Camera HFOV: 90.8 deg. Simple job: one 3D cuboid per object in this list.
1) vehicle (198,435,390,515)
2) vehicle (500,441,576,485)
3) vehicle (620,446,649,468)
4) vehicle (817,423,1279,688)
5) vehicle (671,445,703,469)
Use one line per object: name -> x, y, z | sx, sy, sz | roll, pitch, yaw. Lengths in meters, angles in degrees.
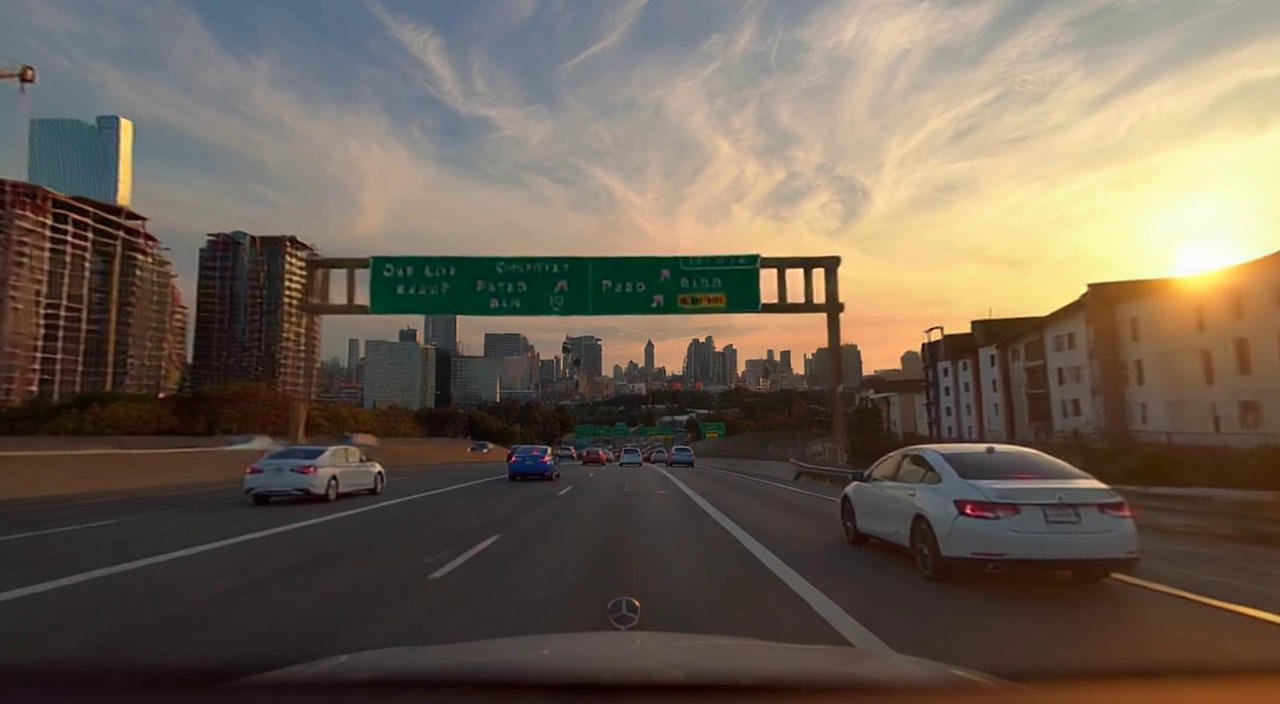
vehicle -> -7.595, 2.711, 14.461 | 1.951, 1.528, 4.209 | 0, -8, 0
vehicle -> -3.834, 4.237, 24.611 | 2.136, 1.512, 4.488 | 0, -8, 1
vehicle -> -0.421, 7.628, 46.164 | 2.019, 1.472, 3.971 | 1, -8, 0
vehicle -> 3.336, 1.493, 5.905 | 1.995, 1.486, 4.463 | 1, -8, -1
vehicle -> 3.384, 7.635, 46.107 | 1.978, 1.602, 4.092 | 1, -8, -1
